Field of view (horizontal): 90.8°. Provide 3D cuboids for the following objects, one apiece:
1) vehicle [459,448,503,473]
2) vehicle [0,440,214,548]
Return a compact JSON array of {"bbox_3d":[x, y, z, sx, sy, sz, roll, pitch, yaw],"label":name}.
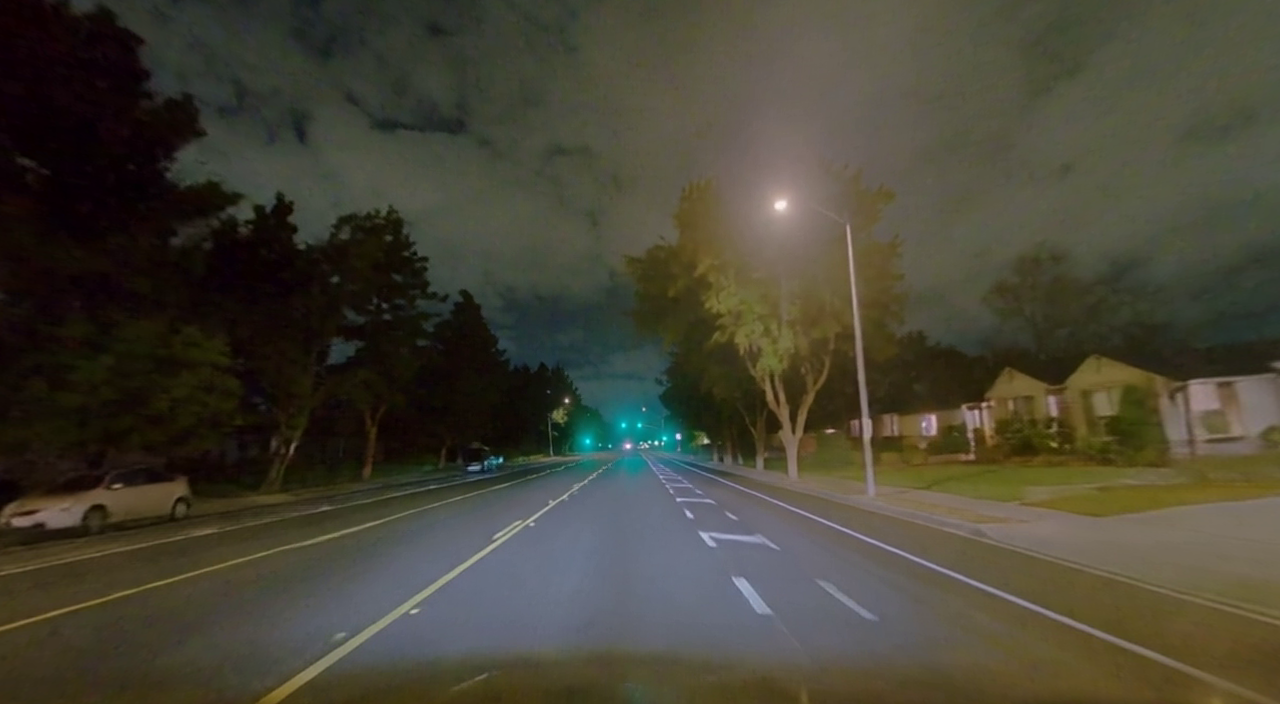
[{"bbox_3d":[-11.915,8.167,47.727,2.047,1.710,4.473,-3,-9,2],"label":"vehicle"},{"bbox_3d":[-11.741,2.912,13.407,2.062,1.821,4.880,-3,-10,-1],"label":"vehicle"}]
